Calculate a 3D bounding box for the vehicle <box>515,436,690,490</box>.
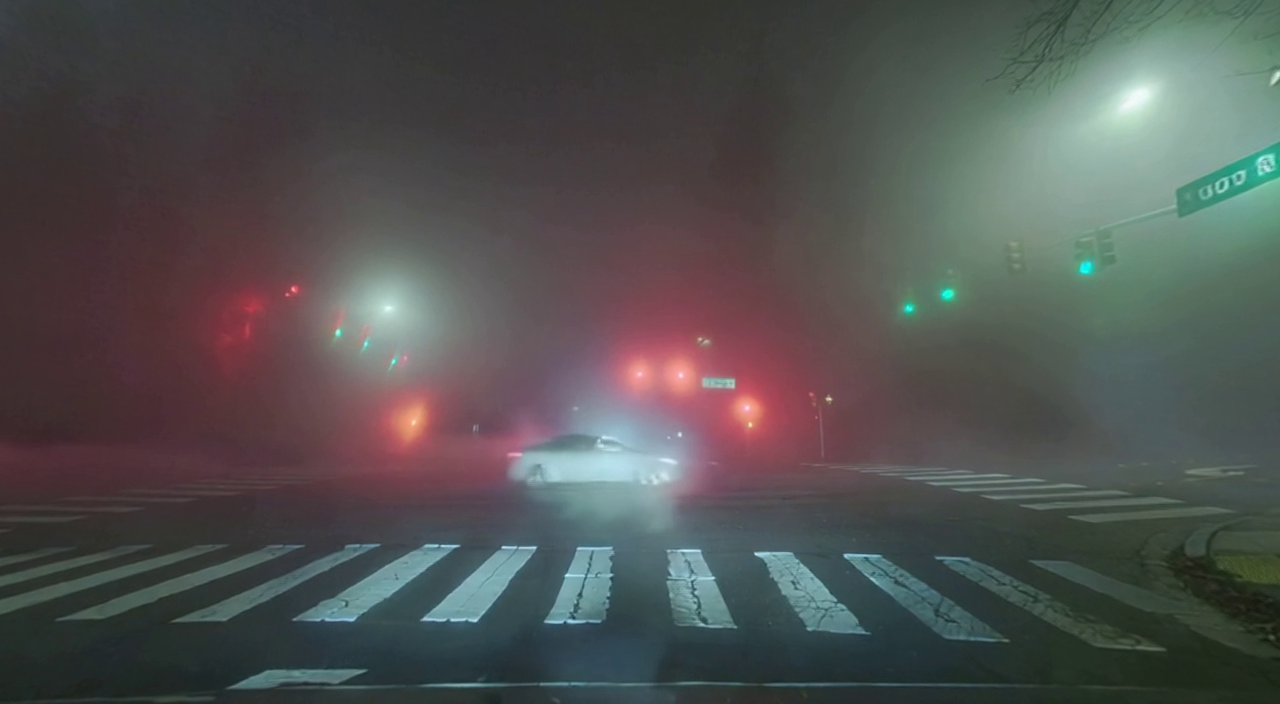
[{"bbox_3d":[-1.041,3.246,18.596,4.838,1.468,2.052,0,-9,1],"label":"vehicle"}]
